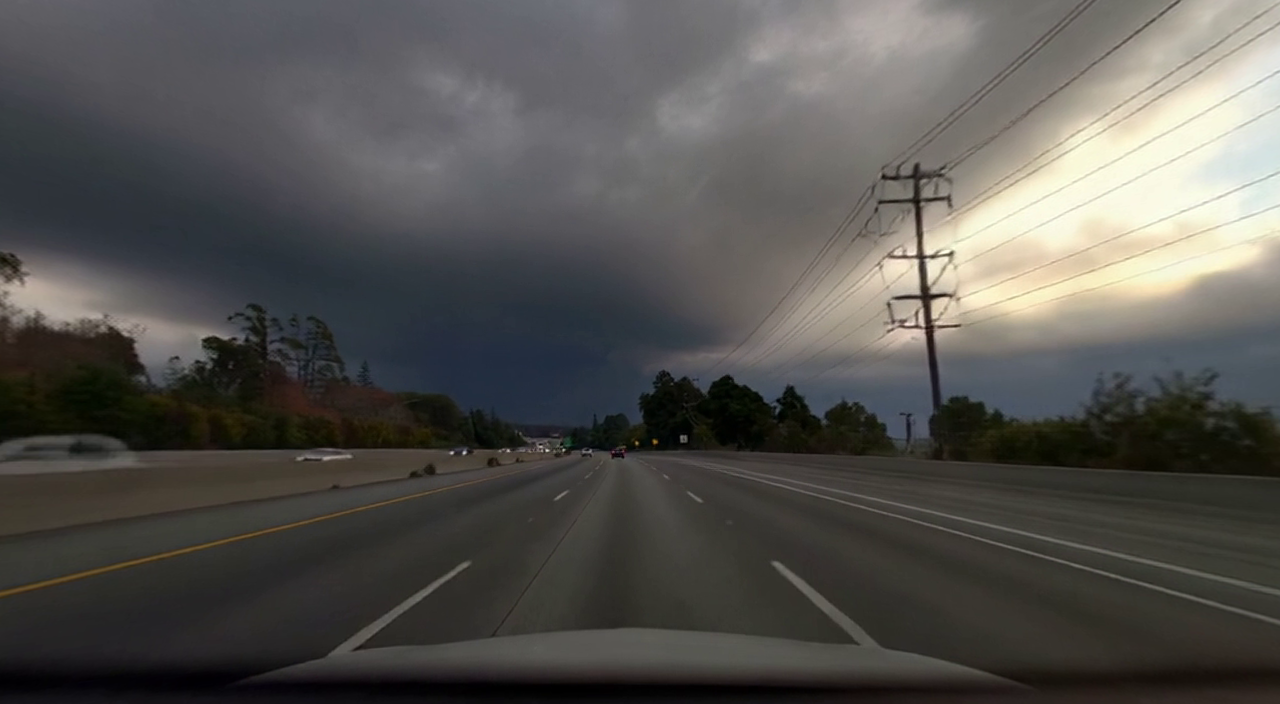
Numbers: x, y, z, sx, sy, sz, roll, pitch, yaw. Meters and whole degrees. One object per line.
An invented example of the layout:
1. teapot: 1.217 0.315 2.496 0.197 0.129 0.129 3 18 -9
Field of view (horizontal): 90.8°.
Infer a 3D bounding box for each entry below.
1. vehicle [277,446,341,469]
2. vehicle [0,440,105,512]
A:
1. vehicle: -22.374 7.157 42.939 1.947 1.465 4.594 0 -8 -2
2. vehicle: -14.117 2.580 13.212 1.914 1.477 4.524 0 -8 -1
